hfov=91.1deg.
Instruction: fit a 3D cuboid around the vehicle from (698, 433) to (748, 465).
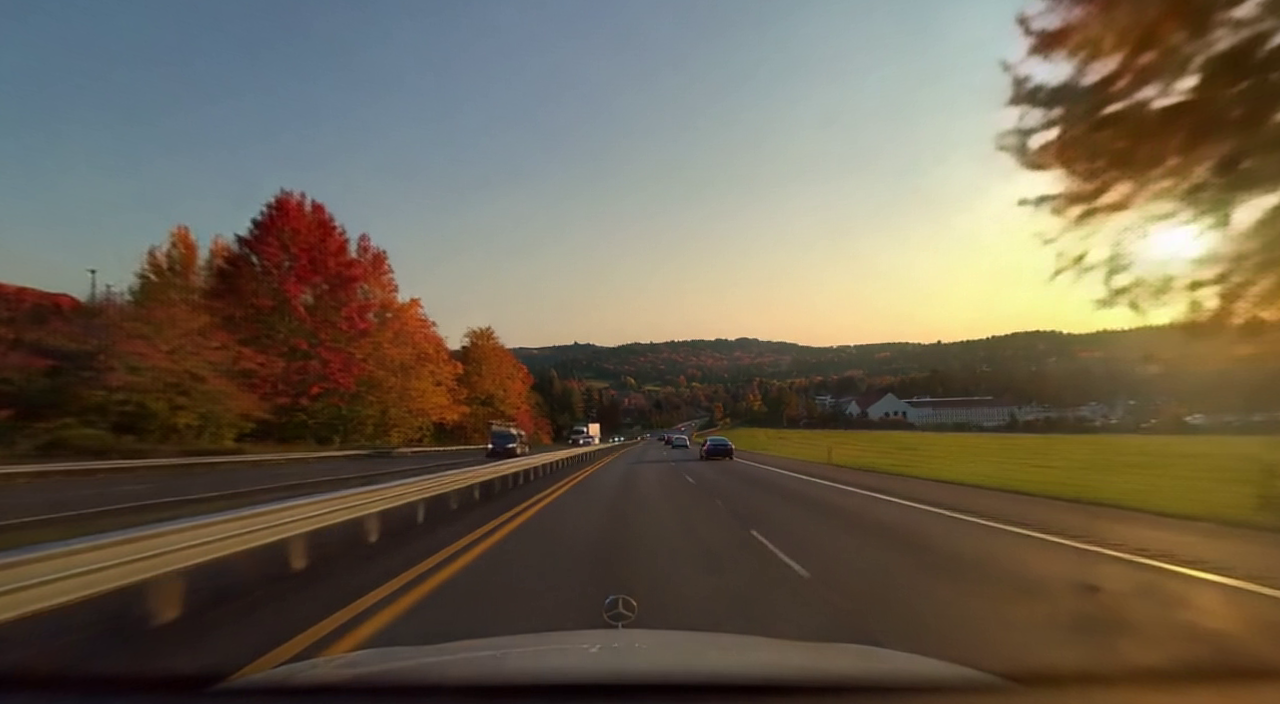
[{"bbox_3d":[4.301,5.108,33.247,2.024,1.516,4.197,0,-8,-1],"label":"vehicle"}]
